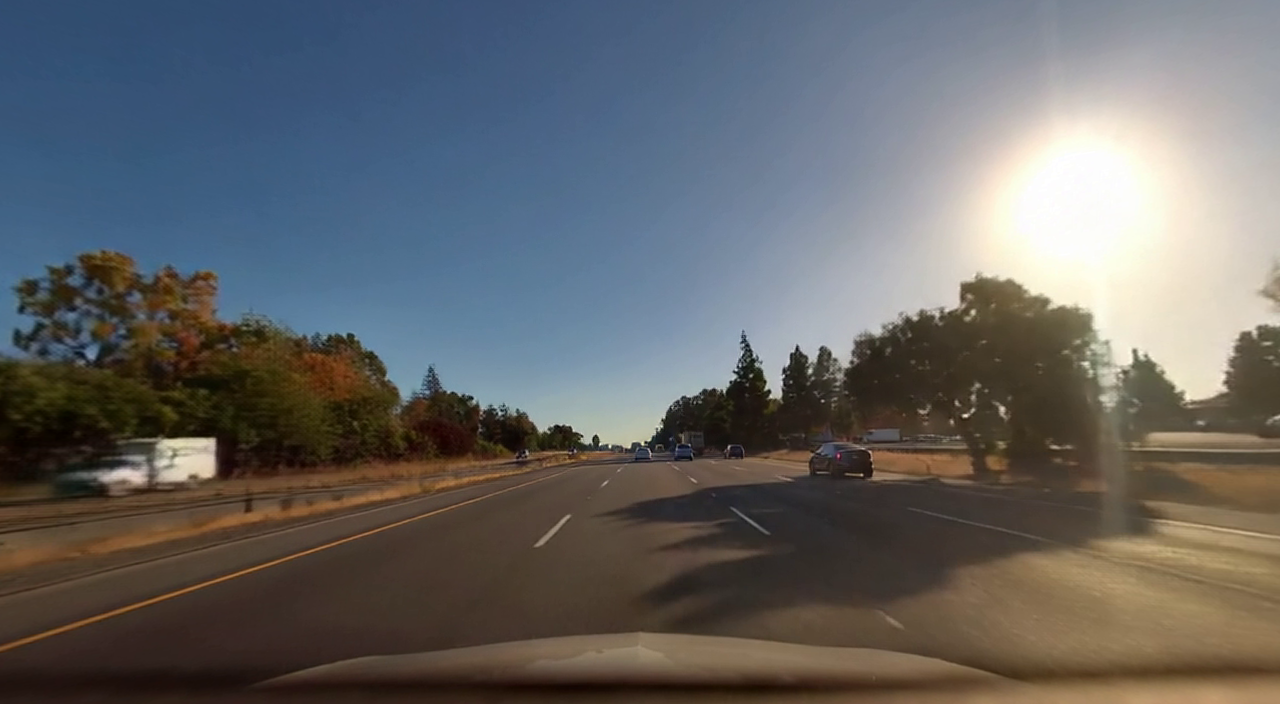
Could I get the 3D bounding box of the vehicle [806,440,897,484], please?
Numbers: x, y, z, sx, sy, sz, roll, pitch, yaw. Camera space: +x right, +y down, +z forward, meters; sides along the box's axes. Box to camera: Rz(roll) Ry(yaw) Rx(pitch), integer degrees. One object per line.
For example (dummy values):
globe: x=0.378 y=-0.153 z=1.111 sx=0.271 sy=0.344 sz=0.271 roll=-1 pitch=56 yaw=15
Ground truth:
vehicle: x=8.054 y=4.226 z=24.488 sx=1.989 sy=1.526 sz=4.443 roll=0 pitch=-9 yaw=0

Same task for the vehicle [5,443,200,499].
vehicle: x=-21.113 y=4.673 z=25.288 sx=2.334 sy=1.960 sz=6.091 roll=0 pitch=-9 yaw=1
